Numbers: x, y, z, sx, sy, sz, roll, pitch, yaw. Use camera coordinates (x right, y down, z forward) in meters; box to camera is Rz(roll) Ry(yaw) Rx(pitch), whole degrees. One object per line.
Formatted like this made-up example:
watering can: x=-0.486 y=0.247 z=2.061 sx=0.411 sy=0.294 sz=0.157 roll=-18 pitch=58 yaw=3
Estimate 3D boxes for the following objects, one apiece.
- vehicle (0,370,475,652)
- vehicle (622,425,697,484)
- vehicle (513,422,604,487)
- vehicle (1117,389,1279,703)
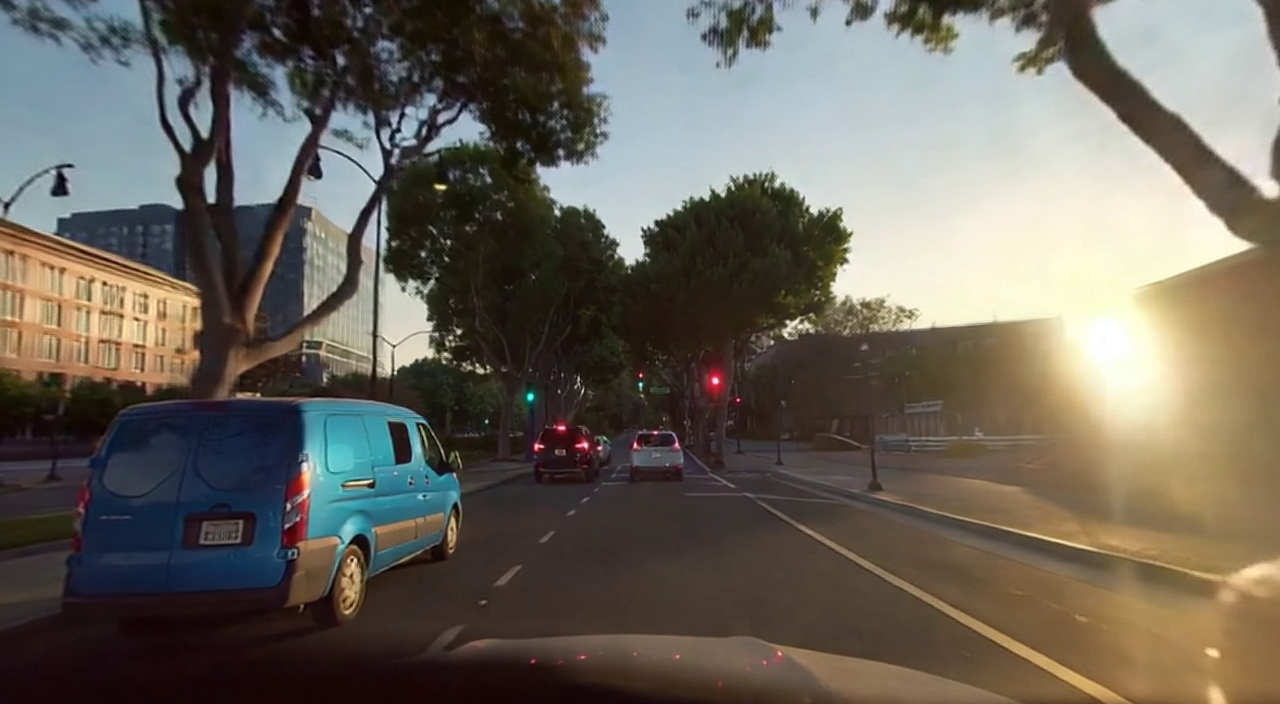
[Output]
vehicle: x=-3.039 y=1.236 z=5.845 sx=1.940 sy=1.722 sz=3.823 roll=0 pitch=-8 yaw=0
vehicle: x=0.626 y=3.329 z=20.735 sx=2.205 sy=1.727 sz=3.917 roll=0 pitch=-8 yaw=2
vehicle: x=-2.408 y=3.168 z=19.835 sx=2.124 sy=1.799 sz=4.587 roll=0 pitch=-8 yaw=2
vehicle: x=3.529 y=0.692 z=1.062 sx=2.067 sy=1.479 sz=4.409 roll=0 pitch=-8 yaw=2
